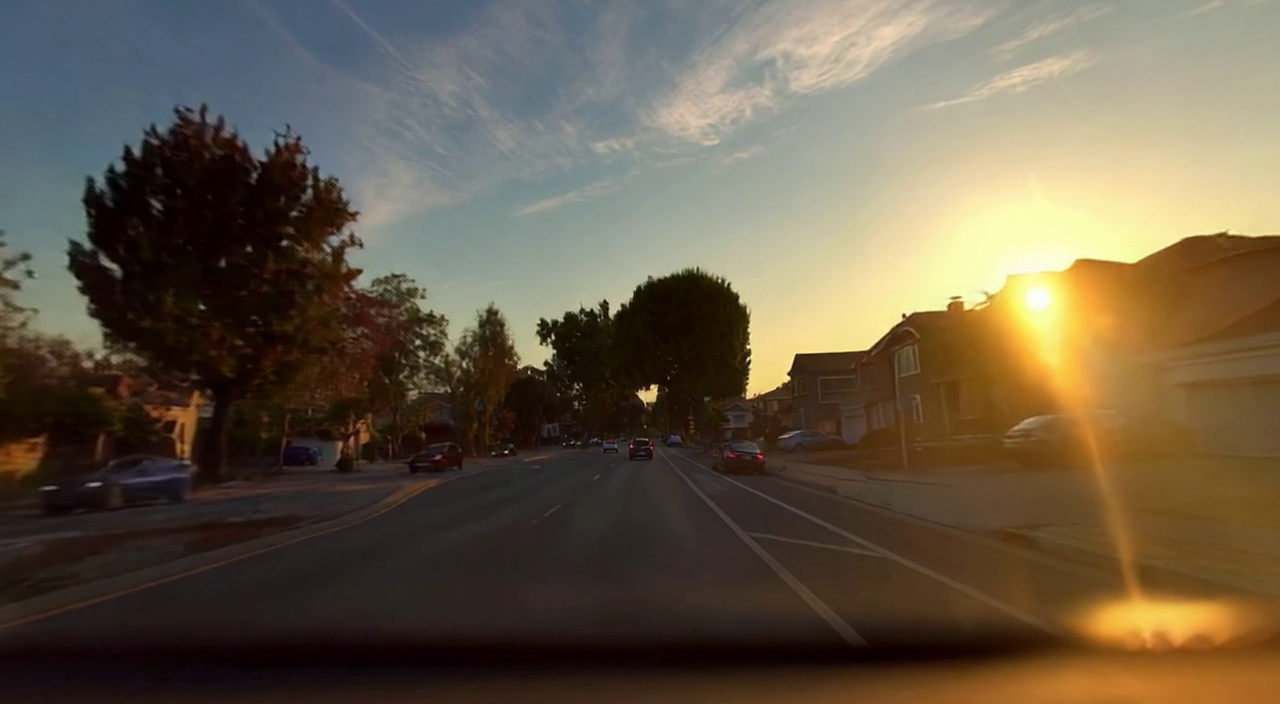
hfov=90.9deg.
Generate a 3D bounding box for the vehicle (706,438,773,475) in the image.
[{"bbox_3d":[4.311,4.629,28.124,2.080,1.469,4.898,0,-8,-1],"label":"vehicle"}]

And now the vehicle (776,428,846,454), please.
[{"bbox_3d":[11.551,6.055,42.842,4.230,1.551,1.801,-3,-9,4],"label":"vehicle"}]

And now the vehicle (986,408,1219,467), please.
[{"bbox_3d":[12.584,2.389,17.463,4.720,1.535,2.079,-1,-9,3],"label":"vehicle"}]

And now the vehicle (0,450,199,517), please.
[{"bbox_3d":[-14.793,3.560,17.618,1.797,1.471,4.367,-4,-8,0],"label":"vehicle"}]

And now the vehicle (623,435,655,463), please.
[{"bbox_3d":[-0.031,6.318,41.154,2.024,1.655,4.301,0,-8,1],"label":"vehicle"}]

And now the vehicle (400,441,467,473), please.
[{"bbox_3d":[-11.045,5.636,34.075,1.992,1.518,4.592,-1,-8,1],"label":"vehicle"}]
